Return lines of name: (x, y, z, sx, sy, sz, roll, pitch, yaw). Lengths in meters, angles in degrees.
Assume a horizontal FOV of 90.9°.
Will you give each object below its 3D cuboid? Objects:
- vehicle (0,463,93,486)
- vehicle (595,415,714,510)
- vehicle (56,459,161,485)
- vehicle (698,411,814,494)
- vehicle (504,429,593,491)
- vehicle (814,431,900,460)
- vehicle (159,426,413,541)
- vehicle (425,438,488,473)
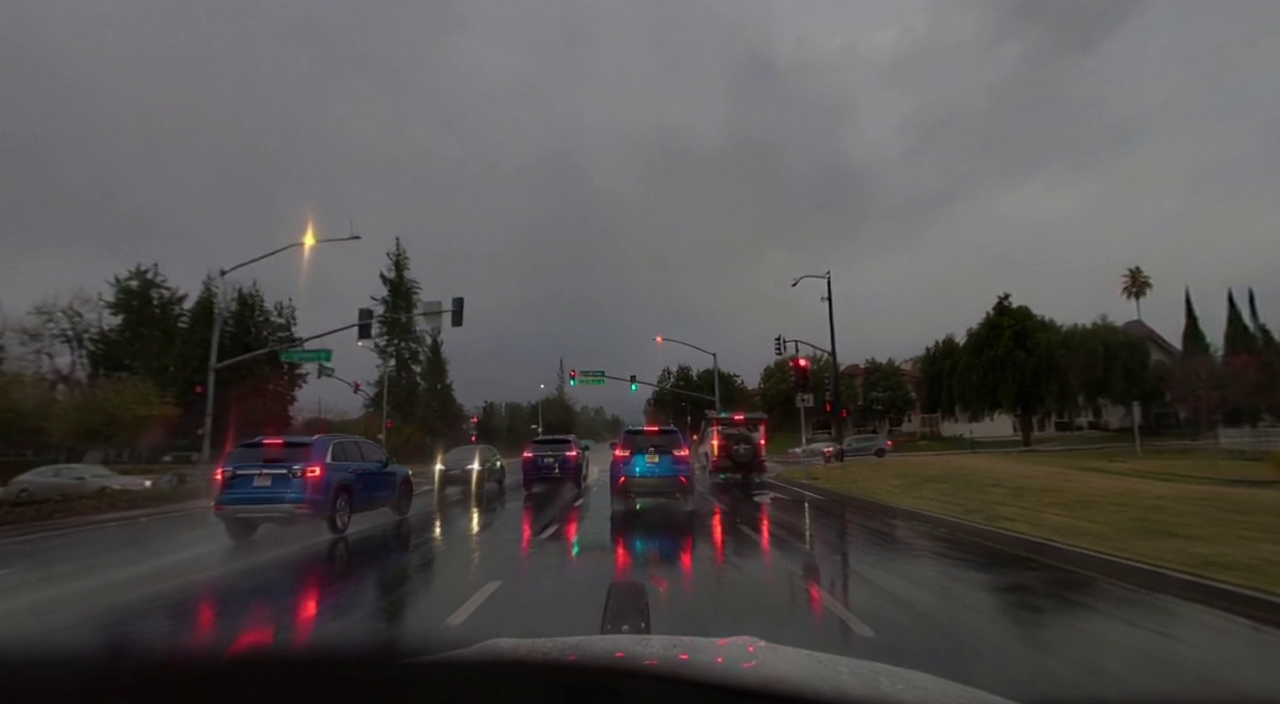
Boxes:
vehicle: (-40.374, 8.284, 42.682, 4.689, 1.461, 1.882, 0, -9, -2)
vehicle: (0.259, 2.416, 14.080, 2.235, 1.778, 4.178, 0, -9, 0)
vehicle: (-32.022, 7.219, 38.086, 4.554, 1.449, 1.949, 0, -9, 0)
vehicle: (3.184, 2.951, 18.740, 2.338, 2.063, 5.672, 0, -9, 0)
vehicle: (-2.691, 3.311, 19.603, 2.058, 1.659, 4.514, 0, -9, 0)
vehicle: (14.404, 6.225, 42.036, 4.983, 1.560, 1.841, -4, -8, 0)
vehicle: (-6.036, 2.279, 11.586, 2.052, 1.664, 4.476, 0, -9, 0)
vehicle: (-9.985, 5.564, 34.072, 2.108, 1.689, 4.316, 2, -9, -33)
